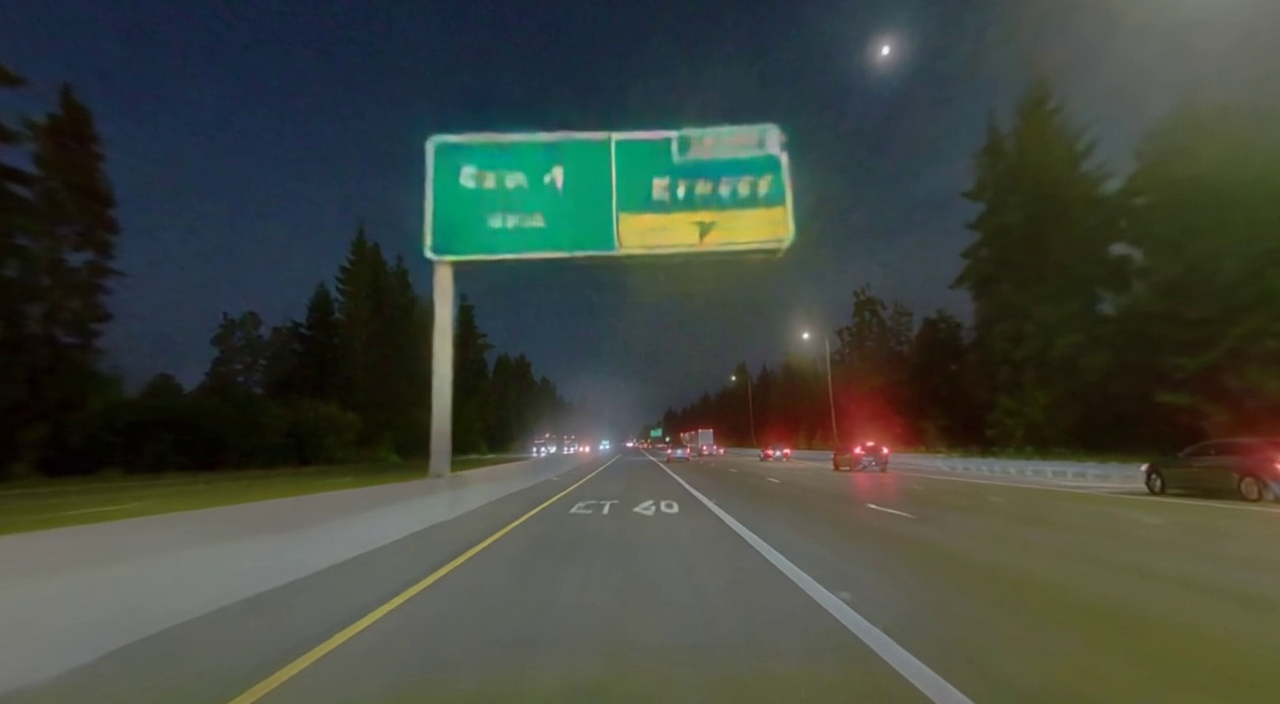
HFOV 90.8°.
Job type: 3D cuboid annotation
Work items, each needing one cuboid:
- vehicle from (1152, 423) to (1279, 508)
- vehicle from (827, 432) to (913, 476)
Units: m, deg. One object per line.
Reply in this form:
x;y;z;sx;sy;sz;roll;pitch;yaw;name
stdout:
14.110;2.466;13.875;1.957;1.709;4.387;0;-9;-1;vehicle
10.265;4.581;28.605;2.098;1.820;4.505;0;-9;-1;vehicle
